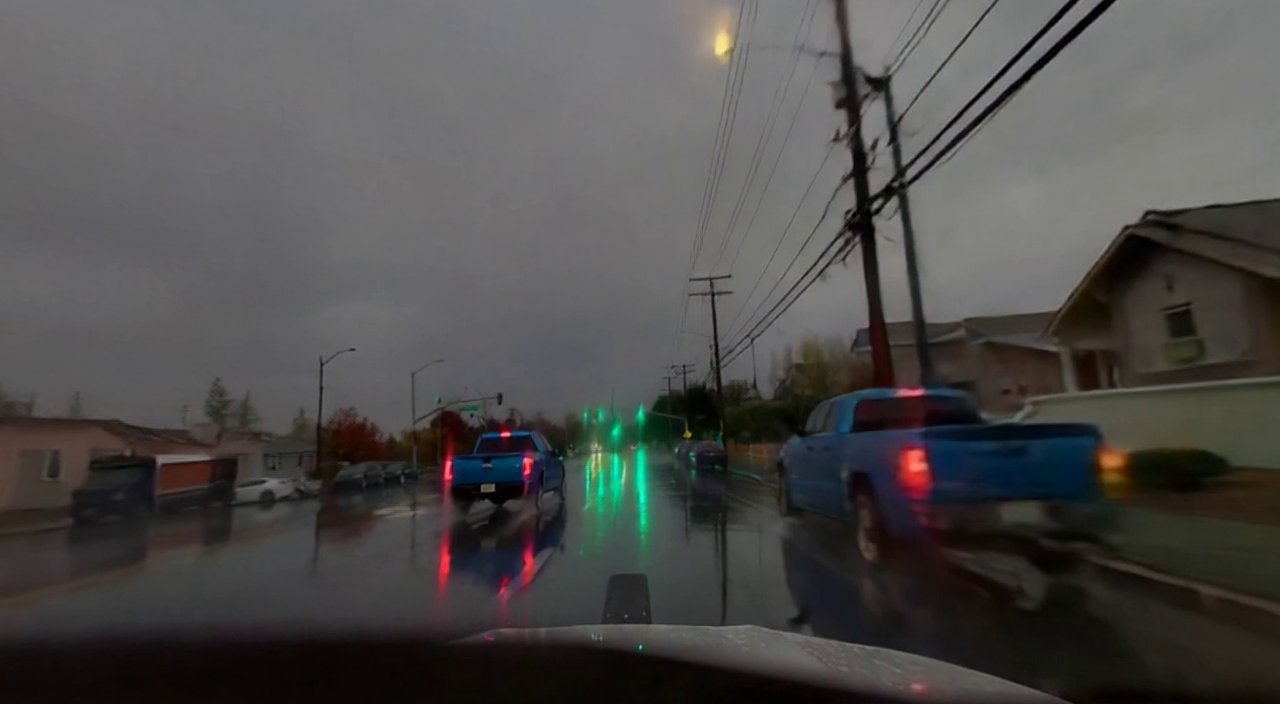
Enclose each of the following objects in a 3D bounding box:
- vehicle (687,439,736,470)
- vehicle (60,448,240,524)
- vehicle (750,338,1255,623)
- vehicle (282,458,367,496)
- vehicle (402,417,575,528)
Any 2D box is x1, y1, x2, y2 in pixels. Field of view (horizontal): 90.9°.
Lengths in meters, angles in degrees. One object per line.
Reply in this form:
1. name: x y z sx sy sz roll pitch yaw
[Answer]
1. vehicle: 3.703 5.399 33.265 2.012 1.491 4.333 0 -8 0
2. vehicle: -19.200 5.180 25.239 2.159 2.586 5.899 -1 -8 3
3. vehicle: 3.120 1.383 7.806 2.415 2.004 6.589 0 -8 1
4. vehicle: -15.431 6.102 31.090 2.026 1.617 3.933 -1 -8 2
5. vehicle: -2.903 2.472 13.601 2.242 1.890 5.306 -1 -8 2
